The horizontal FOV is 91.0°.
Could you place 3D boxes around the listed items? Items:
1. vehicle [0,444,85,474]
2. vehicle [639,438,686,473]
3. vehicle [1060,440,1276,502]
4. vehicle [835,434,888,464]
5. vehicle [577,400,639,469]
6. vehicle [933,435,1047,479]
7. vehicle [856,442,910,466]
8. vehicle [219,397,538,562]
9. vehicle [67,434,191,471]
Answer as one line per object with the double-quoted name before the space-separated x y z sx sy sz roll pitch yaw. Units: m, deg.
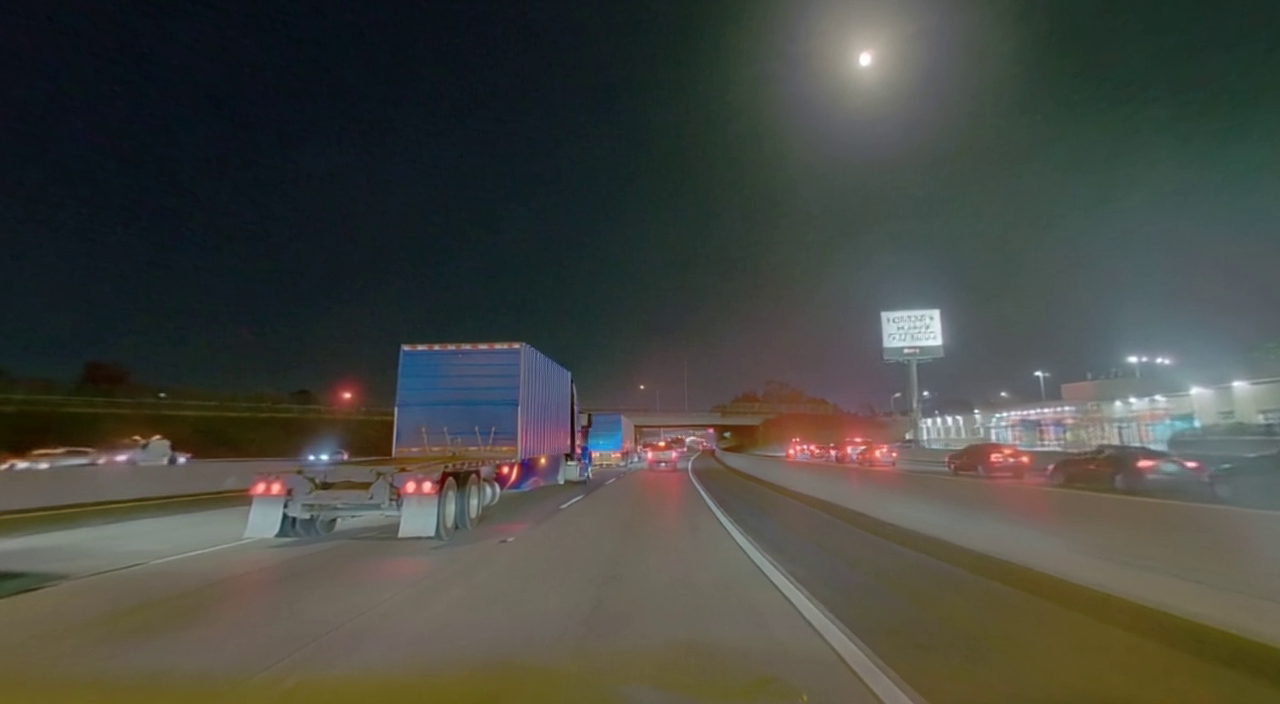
"vehicle" -32.425 5.690 33.734 1.694 1.522 3.815 -1 -9 3
"vehicle" 1.171 5.154 31.479 2.178 1.640 4.071 -1 -9 3
"vehicle" 14.158 3.188 17.403 1.872 1.454 4.908 -1 -9 2
"vehicle" 16.170 7.129 46.387 2.241 2.052 5.864 -1 -9 5
"vehicle" -1.838 5.432 40.918 3.073 3.894 9.782 -1 -9 3
"vehicle" 14.580 4.406 26.641 2.237 1.656 4.676 0 -9 2
"vehicle" 15.614 6.588 40.695 1.859 1.452 4.749 -1 -9 4
"vehicle" -3.290 1.706 8.996 2.896 1.779 3.441 1 -8 3
"vehicle" -28.978 5.740 36.019 2.153 1.942 5.556 -1 -9 4
